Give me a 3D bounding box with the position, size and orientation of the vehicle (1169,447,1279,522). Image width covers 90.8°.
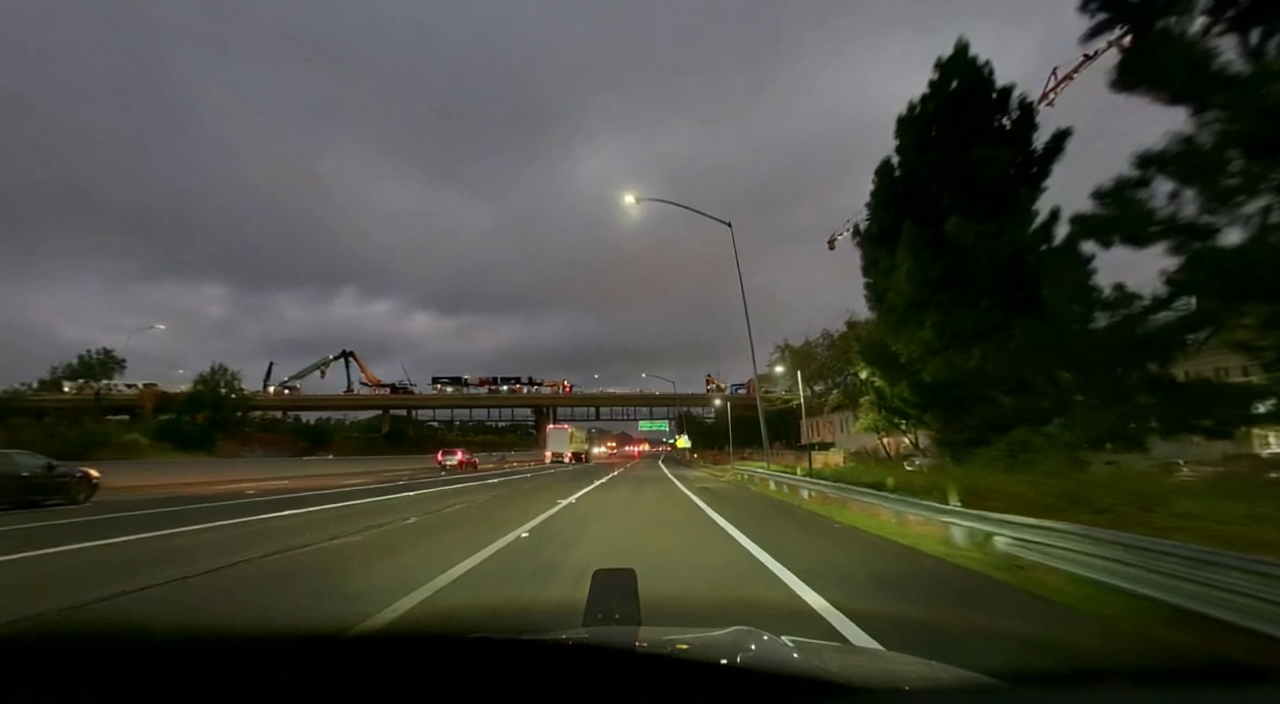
[{"bbox_3d":[22.637,4.416,21.369,6.961,2.343,2.575,0,-9,1],"label":"vehicle"}]

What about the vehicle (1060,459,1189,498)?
[{"bbox_3d":[22.936,5.998,30.055,4.487,1.718,1.883,0,-9,2],"label":"vehicle"}]
